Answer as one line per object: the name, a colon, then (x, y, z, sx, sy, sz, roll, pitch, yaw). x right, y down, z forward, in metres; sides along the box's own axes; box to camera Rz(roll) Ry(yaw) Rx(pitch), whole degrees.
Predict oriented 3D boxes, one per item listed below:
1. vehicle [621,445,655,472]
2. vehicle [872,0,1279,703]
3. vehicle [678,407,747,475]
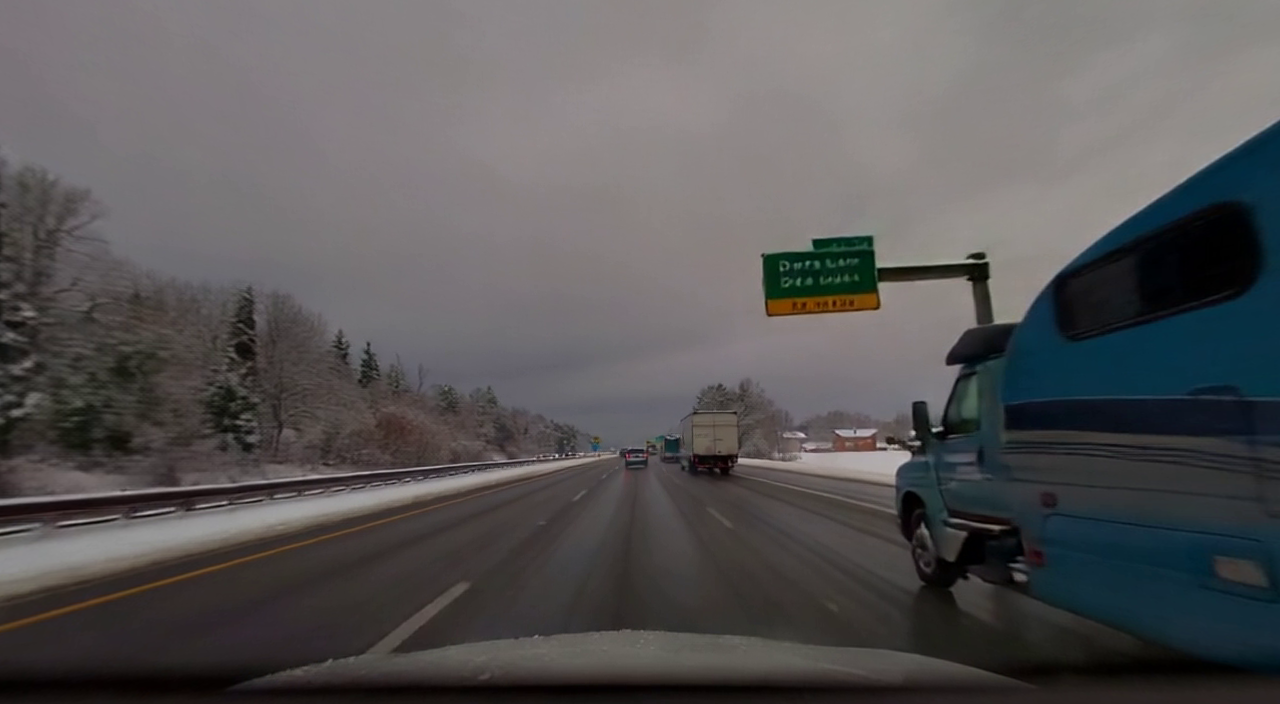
vehicle: (-0.143, 7.007, 41.742, 2.151, 1.678, 3.923, 0, -9, 0)
vehicle: (3.561, 0.080, 1.998, 2.698, 3.001, 7.323, 0, -9, -1)
vehicle: (4.027, 5.328, 37.291, 2.931, 3.530, 8.760, 0, -9, 0)
